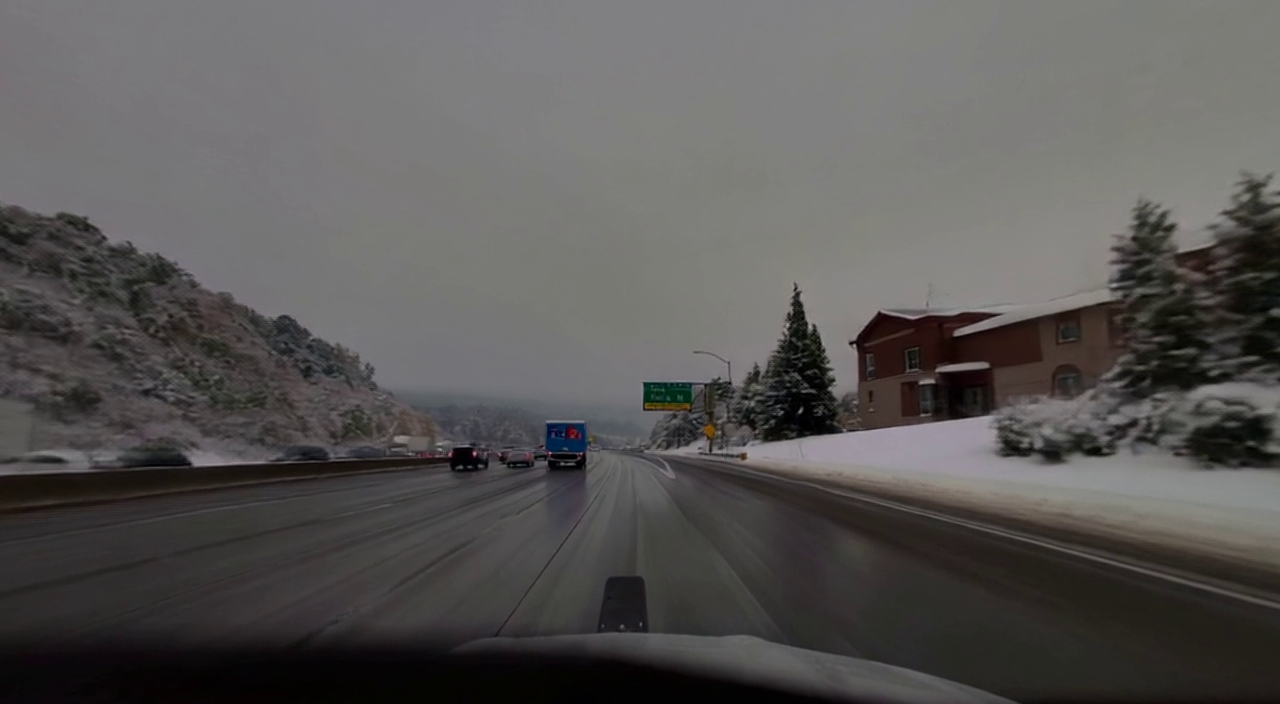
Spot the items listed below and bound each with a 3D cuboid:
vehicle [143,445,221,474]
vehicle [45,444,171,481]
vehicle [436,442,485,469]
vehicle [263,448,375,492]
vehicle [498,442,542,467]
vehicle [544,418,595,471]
[{"bbox_3d":[-29.048,6.775,40.166,1.831,1.625,4.209,3,-8,-2],"label":"vehicle"},{"bbox_3d":[-24.916,5.144,29.816,1.904,1.575,4.743,0,-8,-1],"label":"vehicle"},{"bbox_3d":[-12.739,7.359,45.104,2.188,1.784,4.724,0,-8,-1],"label":"vehicle"},{"bbox_3d":[-11.700,4.305,23.390,1.879,1.431,4.425,0,-8,-1],"label":"vehicle"},{"bbox_3d":[-8.987,7.679,47.609,2.461,1.767,4.991,0,-8,-2],"label":"vehicle"},{"bbox_3d":[-4.675,6.254,43.335,2.798,3.212,7.573,2,-7,-2],"label":"vehicle"}]
